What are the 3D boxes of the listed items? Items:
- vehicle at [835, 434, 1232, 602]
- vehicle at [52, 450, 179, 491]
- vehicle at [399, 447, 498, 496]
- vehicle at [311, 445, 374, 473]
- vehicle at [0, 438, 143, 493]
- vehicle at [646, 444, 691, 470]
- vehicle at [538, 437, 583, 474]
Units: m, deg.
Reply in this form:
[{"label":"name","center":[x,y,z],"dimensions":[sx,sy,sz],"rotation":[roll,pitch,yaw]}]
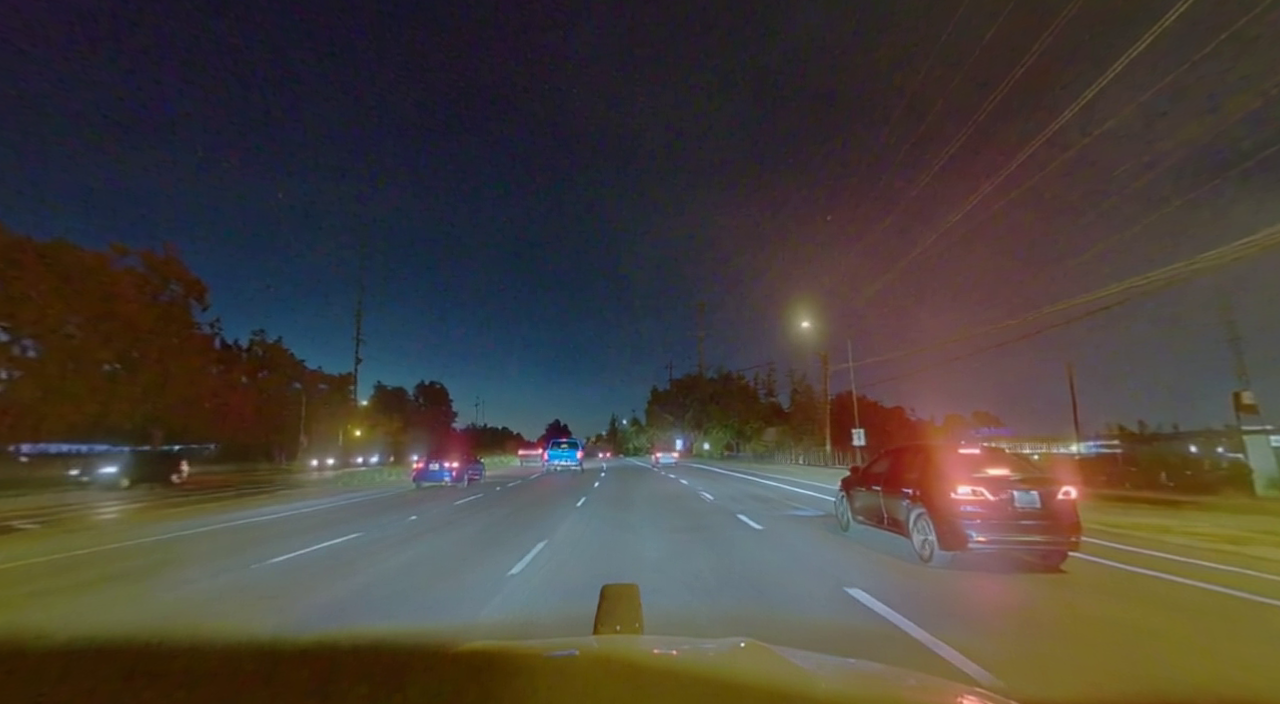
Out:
[{"label":"vehicle","center":[4.150,1.788,7.843],"dimensions":[1.840,1.428,4.602],"rotation":[0,-8,-2]},{"label":"vehicle","center":[-24.165,5.425,29.408],"dimensions":[1.915,1.689,4.640],"rotation":[0,-8,0]},{"label":"vehicle","center":[-6.430,4.042,21.854],"dimensions":[2.035,1.497,4.723],"rotation":[0,-8,-1]},{"label":"vehicle","center":[-21.283,7.650,45.457],"dimensions":[2.071,1.925,5.206],"rotation":[0,-8,-1]},{"label":"vehicle","center":[-28.535,5.366,29.895],"dimensions":[2.960,2.287,8.741],"rotation":[-1,-10,0]},{"label":"vehicle","center":[1.614,6.268,37.901],"dimensions":[2.071,1.435,4.226],"rotation":[1,-9,-6]},{"label":"vehicle","center":[-4.701,6.176,37.912],"dimensions":[2.467,1.991,6.089],"rotation":[1,-9,-6]}]
